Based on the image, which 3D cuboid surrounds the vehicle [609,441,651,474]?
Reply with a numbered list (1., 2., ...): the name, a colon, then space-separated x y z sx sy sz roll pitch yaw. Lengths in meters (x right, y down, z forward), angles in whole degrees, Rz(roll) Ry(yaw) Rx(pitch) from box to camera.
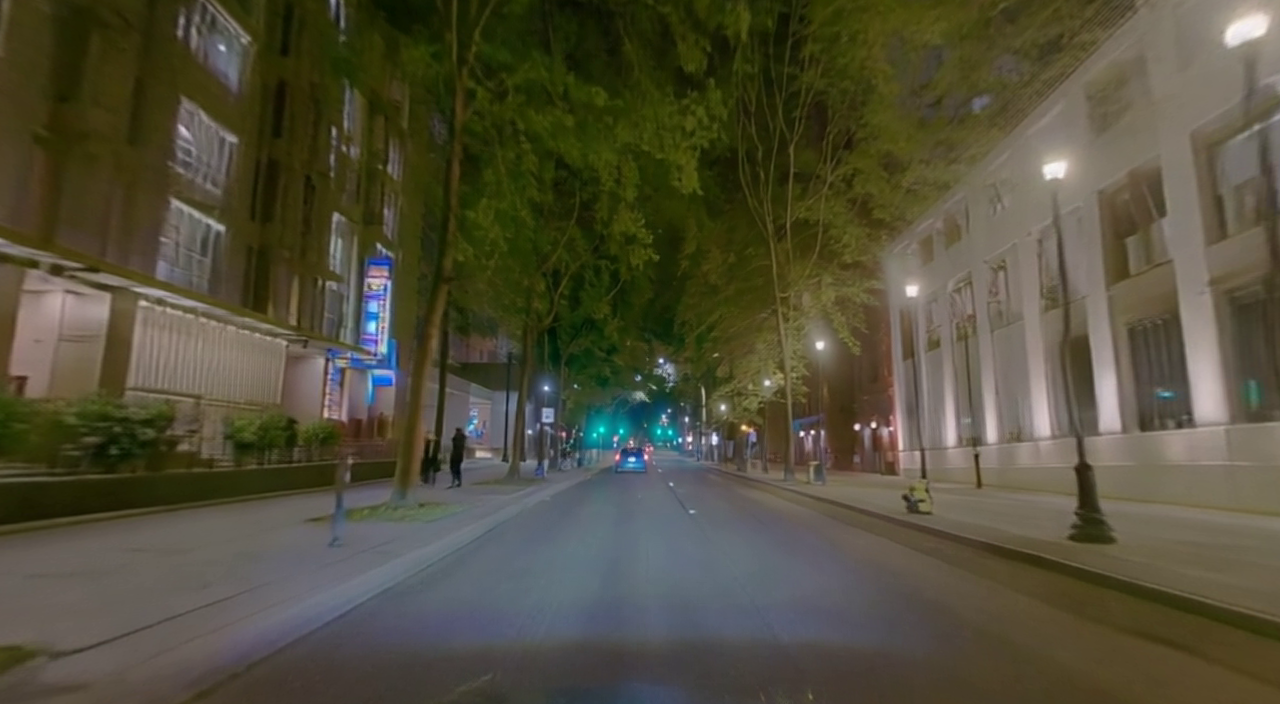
1. vehicle: -0.498 5.482 32.929 2.079 1.621 3.861 0 -8 -1
